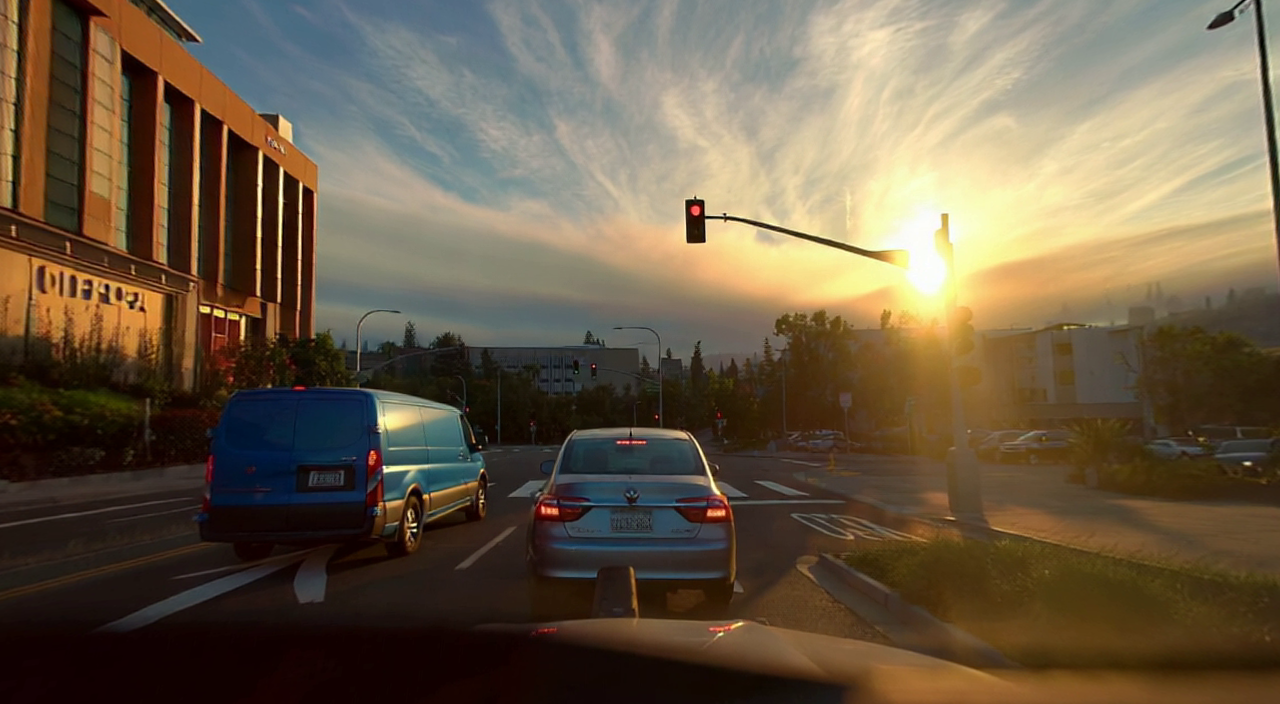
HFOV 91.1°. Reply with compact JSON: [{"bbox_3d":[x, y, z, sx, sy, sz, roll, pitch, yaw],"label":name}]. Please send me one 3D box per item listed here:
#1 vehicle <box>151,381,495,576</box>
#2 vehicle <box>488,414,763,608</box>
[{"bbox_3d":[-3.576,1.526,8.536,2.076,1.820,5.100,0,-8,-1],"label":"vehicle"},{"bbox_3d":[-0.112,1.465,6.768,2.064,1.452,3.942,0,-8,0],"label":"vehicle"}]
